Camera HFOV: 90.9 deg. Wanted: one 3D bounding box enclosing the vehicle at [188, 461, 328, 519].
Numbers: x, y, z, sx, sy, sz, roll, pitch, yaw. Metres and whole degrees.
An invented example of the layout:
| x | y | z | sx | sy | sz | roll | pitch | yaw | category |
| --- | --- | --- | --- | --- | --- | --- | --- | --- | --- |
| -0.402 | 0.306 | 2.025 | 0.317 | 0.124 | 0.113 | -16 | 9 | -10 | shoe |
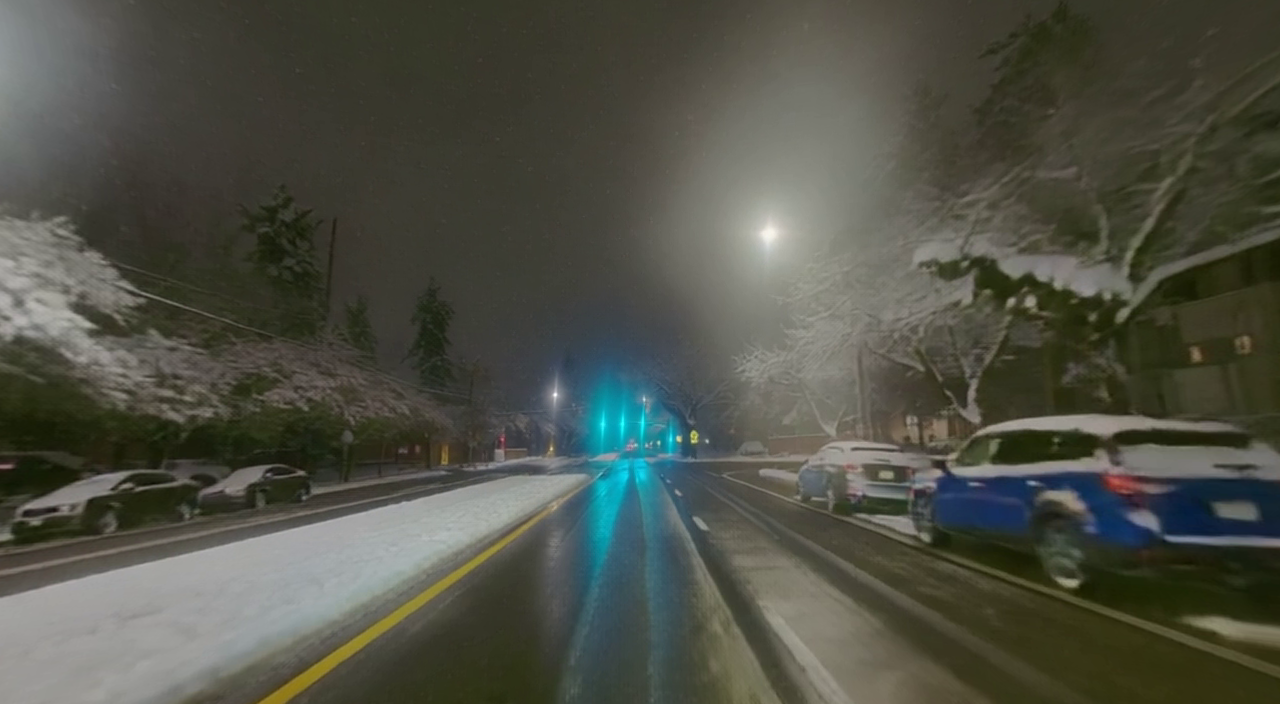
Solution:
| x | y | z | sx | sy | sz | roll | pitch | yaw | category |
| --- | --- | --- | --- | --- | --- | --- | --- | --- | --- |
| -12.474 | 4.499 | 20.993 | 1.851 | 1.472 | 4.532 | -1 | -7 | 0 | vehicle |

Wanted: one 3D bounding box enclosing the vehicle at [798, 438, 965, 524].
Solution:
| x | y | z | sx | sy | sz | roll | pitch | yaw | category |
| --- | --- | --- | --- | --- | --- | --- | --- | --- | --- |
| 4.904 | 2.641 | 13.593 | 1.915 | 1.521 | 4.375 | 0 | -8 | 1 | vehicle |

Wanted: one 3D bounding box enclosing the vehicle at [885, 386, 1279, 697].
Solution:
| x | y | z | sx | sy | sz | roll | pitch | yaw | category |
| --- | --- | --- | --- | --- | --- | --- | --- | --- | --- |
| 4.649 | 1.455 | 6.303 | 2.218 | 1.789 | 5.146 | 0 | -8 | -1 | vehicle |

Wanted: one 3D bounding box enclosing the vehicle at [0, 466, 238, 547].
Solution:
| x | y | z | sx | sy | sz | roll | pitch | yaw | category |
| --- | --- | --- | --- | --- | --- | --- | --- | --- | --- |
| -12.607 | 3.703 | 15.715 | 1.983 | 1.513 | 4.662 | 0 | -8 | 2 | vehicle |
